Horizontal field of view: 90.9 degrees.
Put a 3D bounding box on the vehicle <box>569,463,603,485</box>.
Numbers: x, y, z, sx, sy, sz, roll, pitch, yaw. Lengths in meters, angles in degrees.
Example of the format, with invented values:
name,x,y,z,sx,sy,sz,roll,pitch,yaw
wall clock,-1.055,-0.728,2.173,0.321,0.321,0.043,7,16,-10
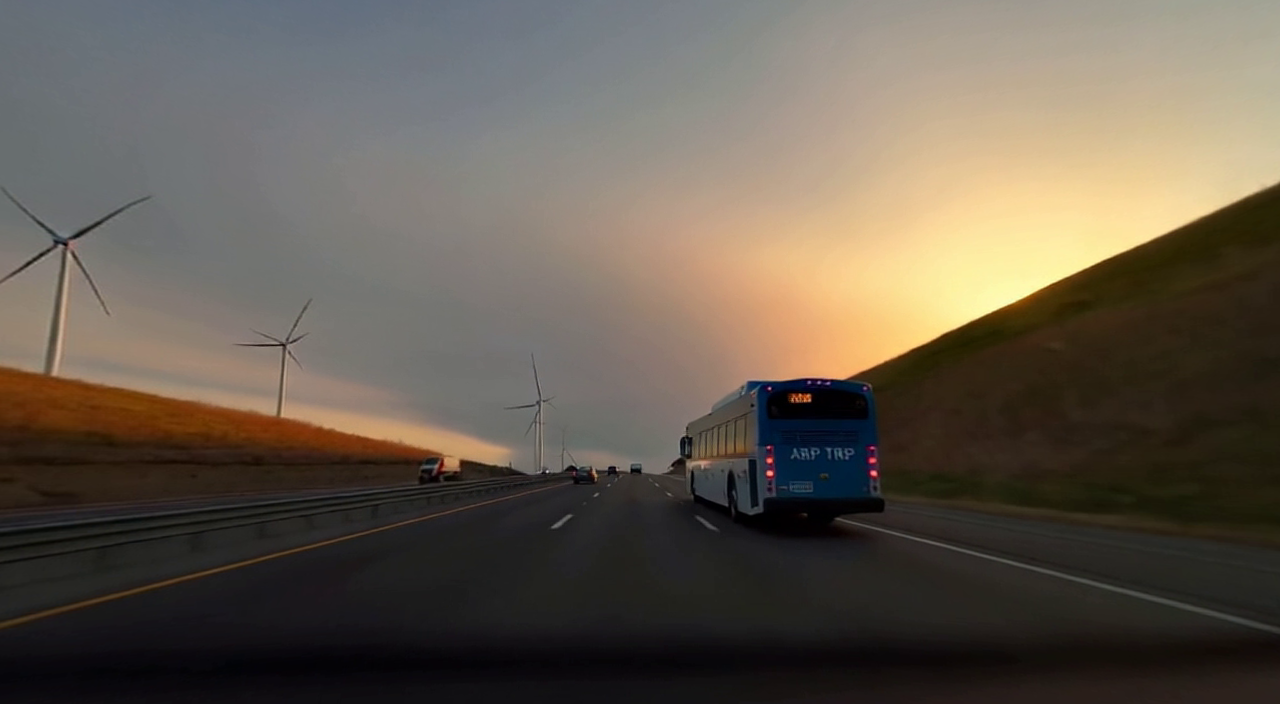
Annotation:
name,x,y,z,sx,sy,sz,roll,pitch,yaw
vehicle,-4.019,9.173,47.432,2.213,1.568,4.274,1,-10,-1

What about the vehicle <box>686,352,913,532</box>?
name,x,y,z,sx,sy,sz,roll,pitch,yaw
vehicle,3.694,3.097,19.865,2.941,3.574,14.463,1,-10,-2
